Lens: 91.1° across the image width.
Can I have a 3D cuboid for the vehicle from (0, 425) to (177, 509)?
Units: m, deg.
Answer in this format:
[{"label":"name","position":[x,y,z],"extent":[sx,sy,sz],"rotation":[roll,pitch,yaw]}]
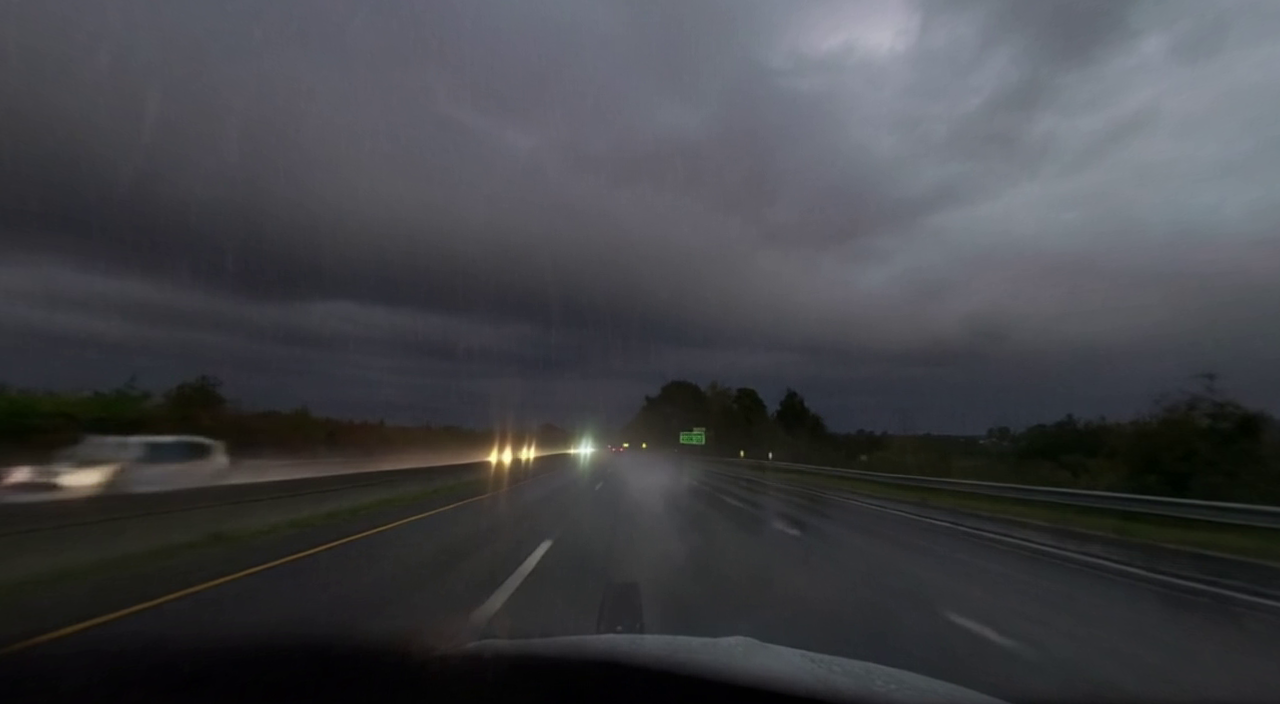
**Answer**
[{"label":"vehicle","position":[-12.183,2.308,12.820],"extent":[2.027,1.452,4.580],"rotation":[0,-9,0]}]
